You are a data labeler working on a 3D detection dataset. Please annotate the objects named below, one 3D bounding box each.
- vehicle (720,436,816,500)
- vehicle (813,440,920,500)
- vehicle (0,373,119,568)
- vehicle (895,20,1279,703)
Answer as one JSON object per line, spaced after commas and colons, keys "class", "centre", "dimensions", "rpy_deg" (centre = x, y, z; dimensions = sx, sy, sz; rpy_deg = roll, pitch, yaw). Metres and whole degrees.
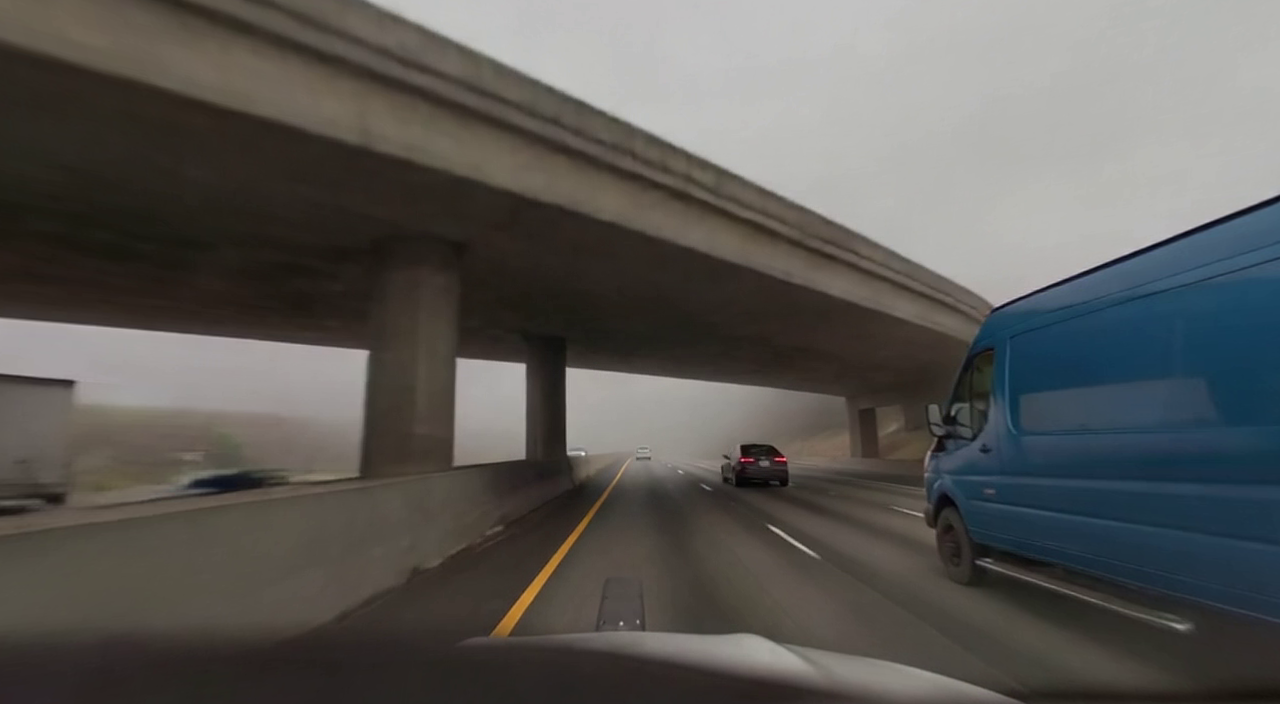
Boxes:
{"class": "vehicle", "centre": [3.752, 3.492, 19.324], "dimensions": [2.009, 1.731, 4.149], "rpy_deg": [0, -9, -1]}
{"class": "vehicle", "centre": [7.505, 3.925, 21.391], "dimensions": [2.001, 1.791, 4.161], "rpy_deg": [0, -9, -1]}
{"class": "vehicle", "centre": [-14.795, 2.221, 11.530], "dimensions": [3.283, 3.956, 8.184], "rpy_deg": [0, -9, 1]}
{"class": "vehicle", "centre": [3.904, 0.240, 2.864], "dimensions": [2.460, 3.155, 6.902], "rpy_deg": [0, -9, -1]}
